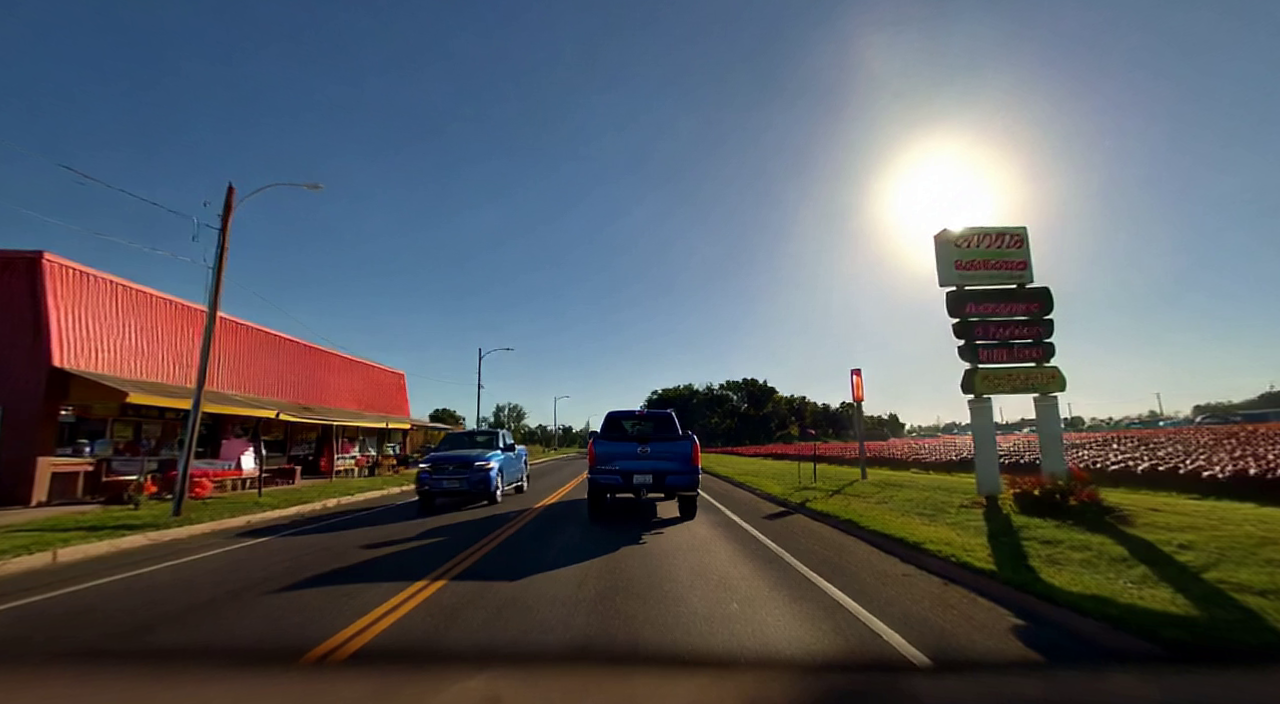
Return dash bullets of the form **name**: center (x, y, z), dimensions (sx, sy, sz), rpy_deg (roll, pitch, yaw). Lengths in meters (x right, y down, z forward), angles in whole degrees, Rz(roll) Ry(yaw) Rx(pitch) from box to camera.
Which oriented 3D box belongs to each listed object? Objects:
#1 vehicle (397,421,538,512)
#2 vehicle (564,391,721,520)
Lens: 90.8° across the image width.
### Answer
- **vehicle**: center (-4.021, 2.756, 15.675), dimensions (2.180, 1.801, 4.679), rpy_deg (-2, -8, 0)
- **vehicle**: center (-0.040, 2.218, 13.926), dimensions (2.693, 2.223, 5.885), rpy_deg (0, -8, -2)
